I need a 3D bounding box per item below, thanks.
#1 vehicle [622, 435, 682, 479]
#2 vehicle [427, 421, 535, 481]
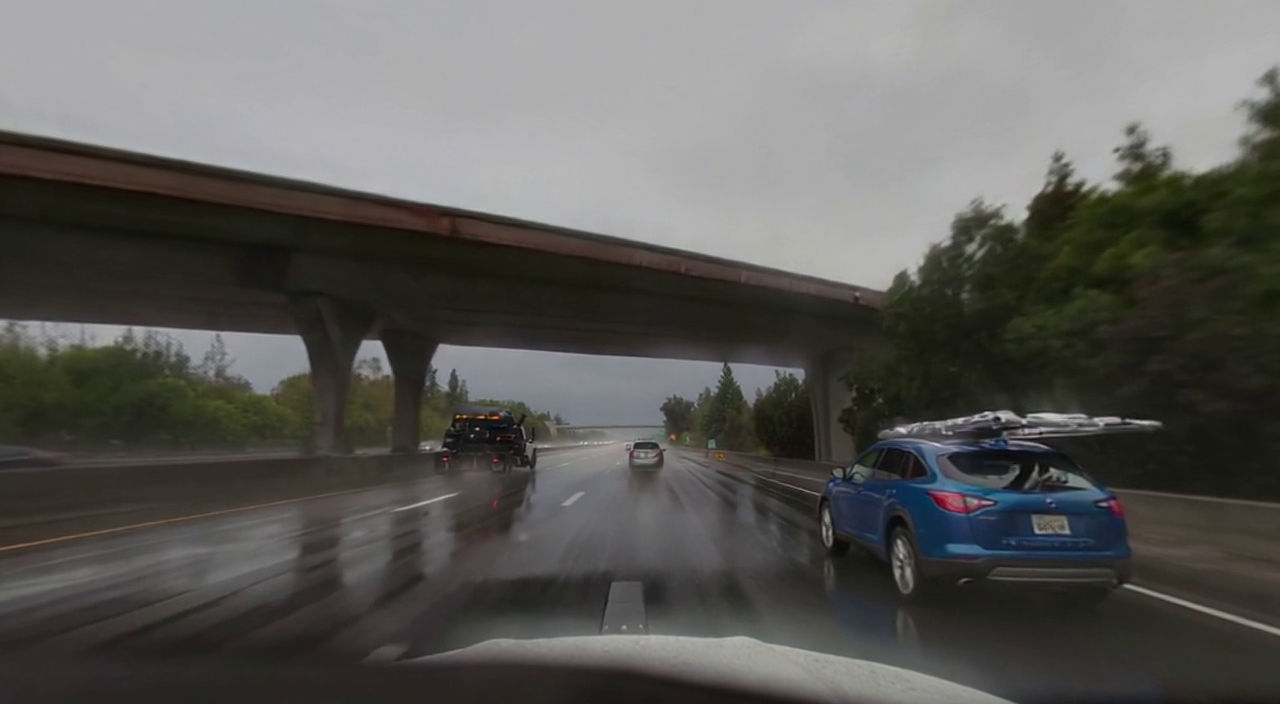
[{"bbox_3d":[0.487,4.392,26.663,2.336,1.722,4.212,0,-8,0],"label":"vehicle"},{"bbox_3d":[-6.573,4.245,27.312,2.827,2.236,7.057,0,-8,0],"label":"vehicle"}]
